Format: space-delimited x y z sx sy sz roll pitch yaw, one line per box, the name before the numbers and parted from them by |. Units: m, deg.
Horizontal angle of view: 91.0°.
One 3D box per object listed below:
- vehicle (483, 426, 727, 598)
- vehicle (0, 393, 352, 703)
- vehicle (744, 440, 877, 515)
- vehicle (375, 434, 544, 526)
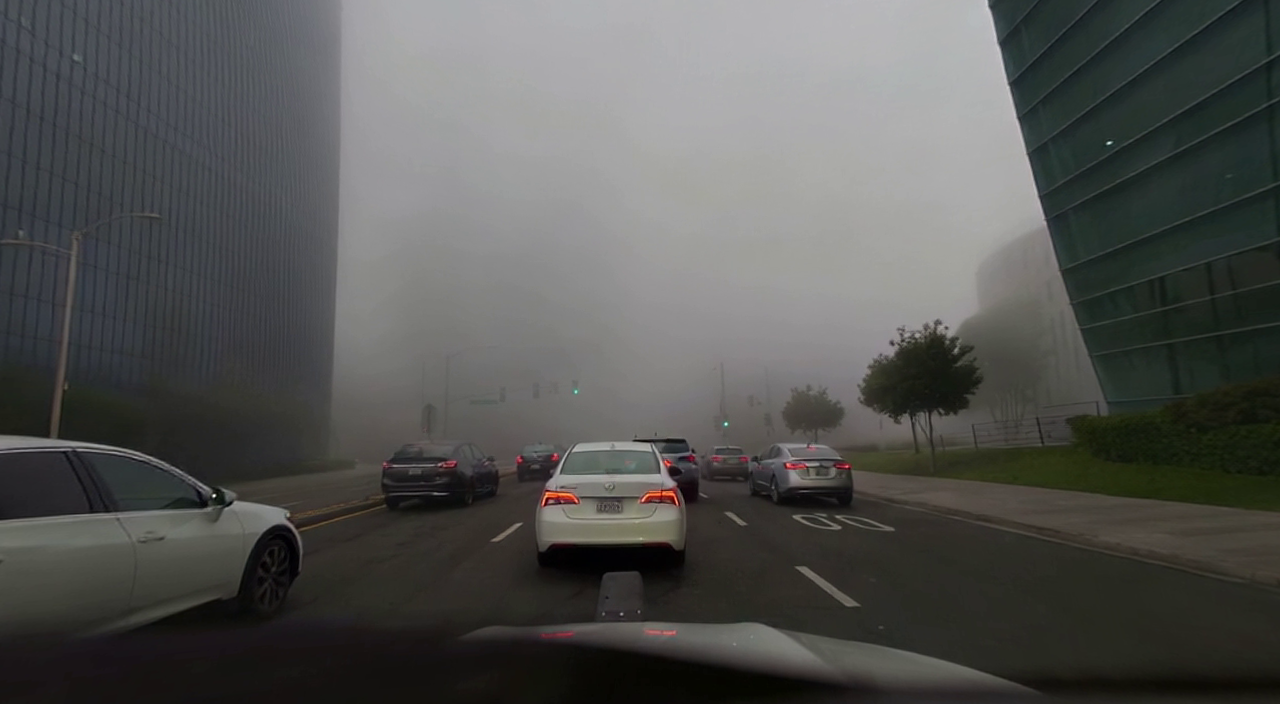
vehicle | -0.254 1.752 7.867 2.174 1.509 4.374 0 -9 2
vehicle | -3.550 1.076 3.508 1.933 1.520 4.195 0 -9 -1
vehicle | 3.853 2.896 15.083 1.940 1.514 4.187 0 -9 -1
vehicle | -3.331 2.462 12.718 2.044 1.508 4.479 0 -9 1
